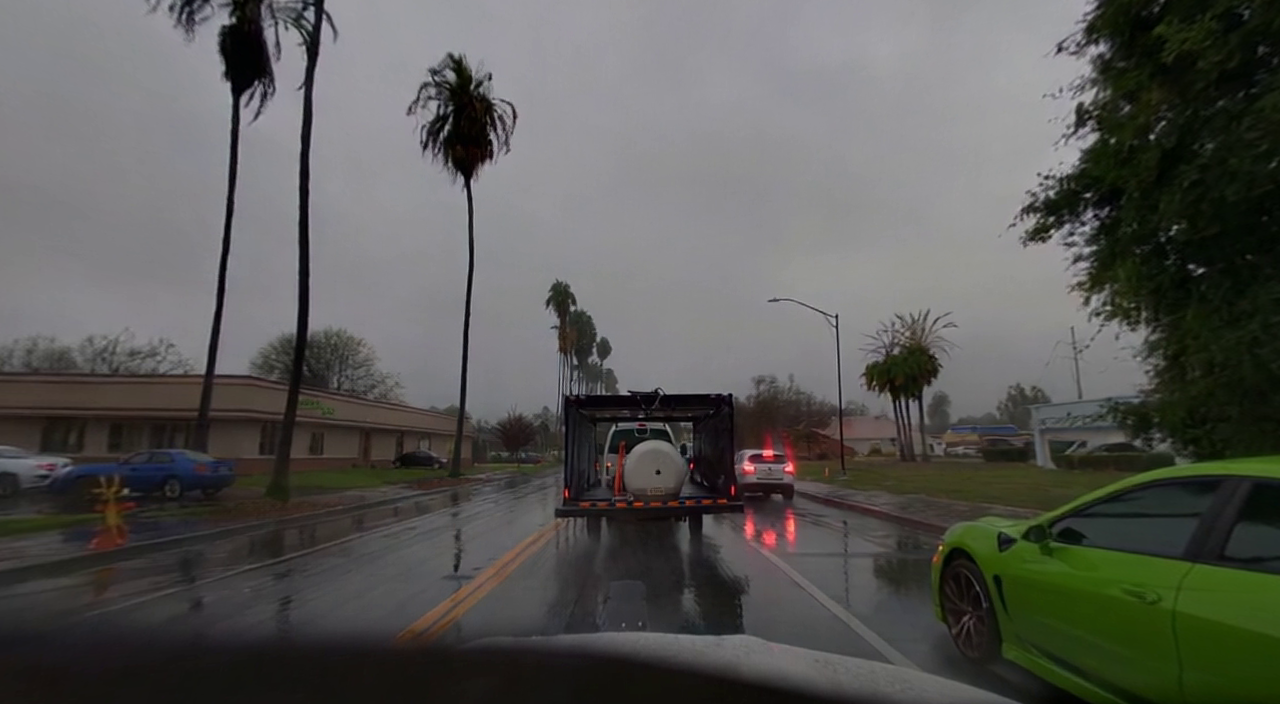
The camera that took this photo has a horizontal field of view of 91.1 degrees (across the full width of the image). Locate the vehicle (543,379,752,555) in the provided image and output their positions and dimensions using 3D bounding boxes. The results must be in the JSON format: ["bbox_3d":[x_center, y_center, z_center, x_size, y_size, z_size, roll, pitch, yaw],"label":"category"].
[{"bbox_3d":[0.127,1.993,11.592,2.728,2.305,6.506,0,-8,1],"label":"vehicle"}]

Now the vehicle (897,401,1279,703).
[{"bbox_3d":[3.072,0.964,2.253,2.171,1.520,4.853,0,-8,-1],"label":"vehicle"}]

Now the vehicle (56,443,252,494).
[{"bbox_3d":[-15.086,3.612,19.690,4.490,1.500,1.875,0,-9,-2],"label":"vehicle"}]

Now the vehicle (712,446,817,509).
[{"bbox_3d":[3.239,3.336,17.208,2.010,1.499,4.107,0,-8,0],"label":"vehicle"}]
